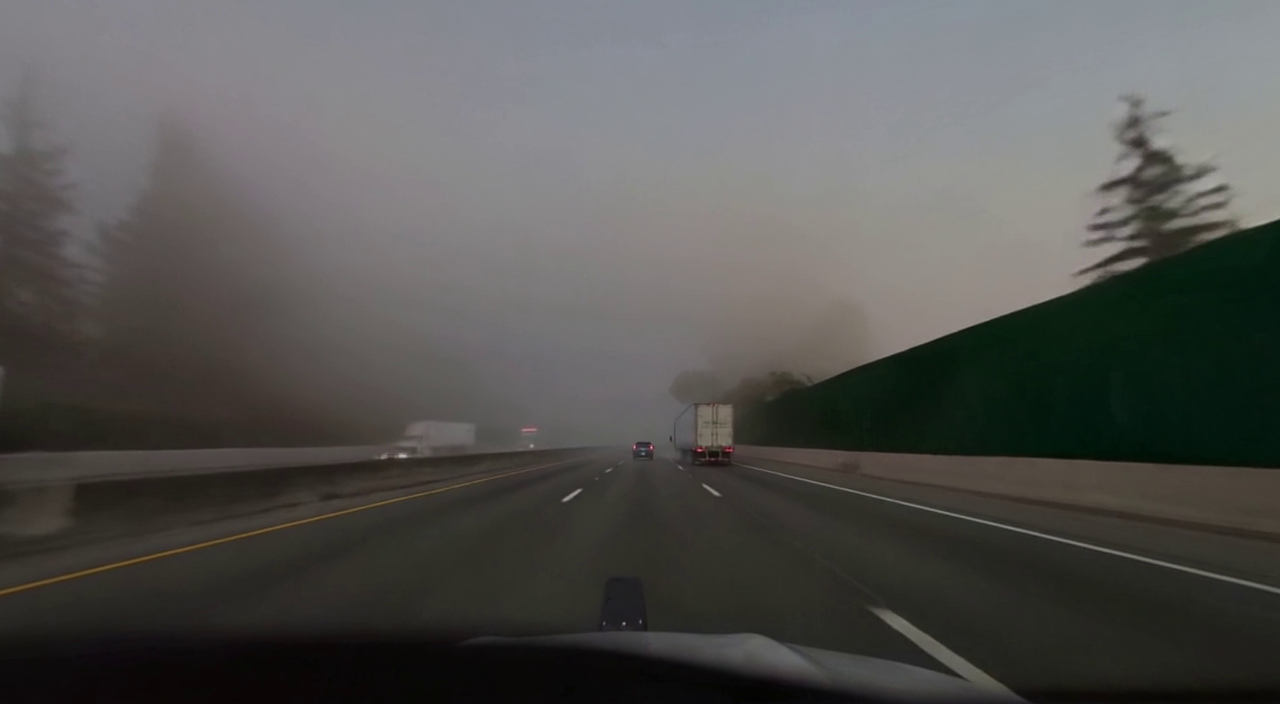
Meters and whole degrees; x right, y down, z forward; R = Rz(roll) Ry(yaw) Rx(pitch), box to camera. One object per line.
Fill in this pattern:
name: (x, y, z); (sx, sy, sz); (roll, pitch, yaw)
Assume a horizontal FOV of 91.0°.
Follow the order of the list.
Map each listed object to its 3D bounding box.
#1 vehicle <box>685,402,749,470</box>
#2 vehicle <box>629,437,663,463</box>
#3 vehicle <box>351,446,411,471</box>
vehicle: (4.154, 4.788, 35.739); (2.742, 3.383, 8.285); (0, -8, 1)
vehicle: (0.440, 7.128, 45.876); (2.389, 1.760, 4.473); (0, -8, 1)
vehicle: (-16.131, 6.606, 39.445); (1.884, 1.447, 4.129); (0, -8, 1)
